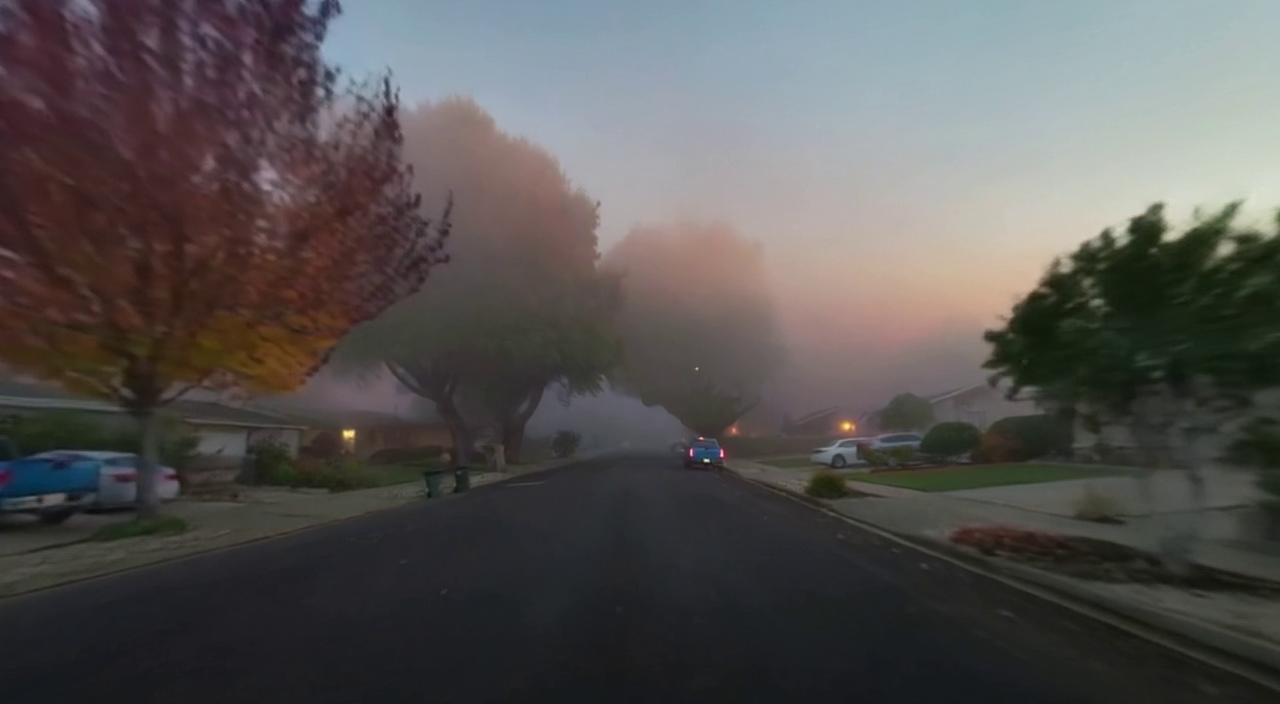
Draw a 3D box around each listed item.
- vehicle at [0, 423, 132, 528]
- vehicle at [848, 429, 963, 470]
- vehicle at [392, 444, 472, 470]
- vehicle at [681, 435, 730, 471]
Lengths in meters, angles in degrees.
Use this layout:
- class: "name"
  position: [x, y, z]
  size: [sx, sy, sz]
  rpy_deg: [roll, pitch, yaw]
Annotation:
- class: "vehicle"
  position: [-13.571, 2.372, 12.423]
  size: [5.286, 1.847, 2.166]
  rpy_deg: [0, -9, 2]
- class: "vehicle"
  position: [11.522, 4.229, 27.650]
  size: [4.069, 1.680, 2.156]
  rpy_deg: [0, -7, 3]
- class: "vehicle"
  position: [-12.713, 6.440, 38.749]
  size: [4.225, 1.498, 1.917]
  rpy_deg: [0, -9, 2]
- class: "vehicle"
  position: [3.768, 6.002, 37.746]
  size: [2.313, 1.962, 6.029]
  rpy_deg: [0, -9, 0]
